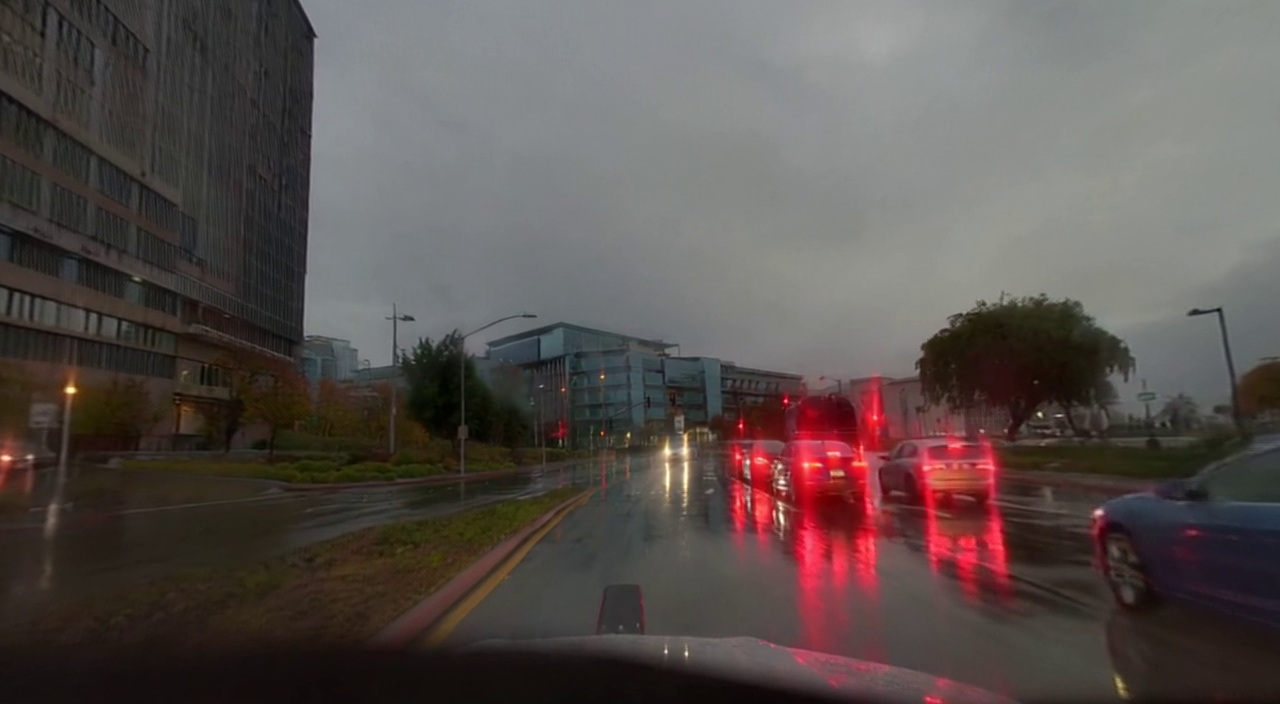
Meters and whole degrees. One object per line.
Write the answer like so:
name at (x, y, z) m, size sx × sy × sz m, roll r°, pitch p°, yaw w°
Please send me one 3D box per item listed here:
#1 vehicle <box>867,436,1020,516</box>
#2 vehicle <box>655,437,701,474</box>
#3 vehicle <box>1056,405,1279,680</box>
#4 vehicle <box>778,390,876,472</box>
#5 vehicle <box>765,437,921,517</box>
vehicle at (7.024, 2.871, 15.097) m, size 1.983 × 1.628 × 3.885 m, roll -1°, pitch -9°, yaw 5°
vehicle at (1.972, 5.188, 31.899) m, size 2.121 × 1.728 × 4.161 m, roll -1°, pitch -9°, yaw 6°
vehicle at (4.800, 1.101, 3.524) m, size 2.089 × 1.609 × 4.922 m, roll -1°, pitch -9°, yaw 8°
vehicle at (9.864, 4.546, 35.010) m, size 3.128 × 3.616 × 13.736 m, roll -1°, pitch -9°, yaw 8°
vehicle at (4.408, 2.765, 14.459) m, size 2.183 × 1.553 × 3.923 m, roll 0°, pitch -9°, yaw -1°
